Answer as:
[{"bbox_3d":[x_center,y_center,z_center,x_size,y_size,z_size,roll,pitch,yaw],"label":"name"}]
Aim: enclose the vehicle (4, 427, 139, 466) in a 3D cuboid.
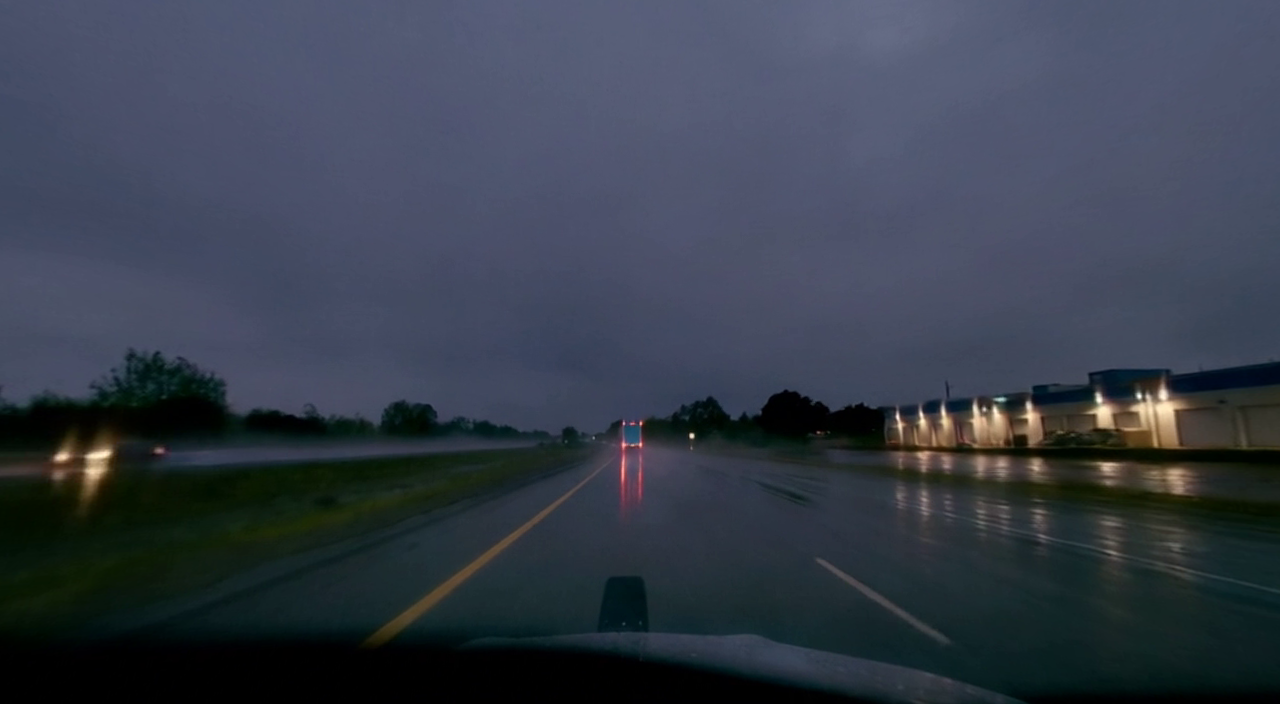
[{"bbox_3d":[-28.615,4.797,32.048,2.008,1.790,5.262,0,-8,-1],"label":"vehicle"}]
